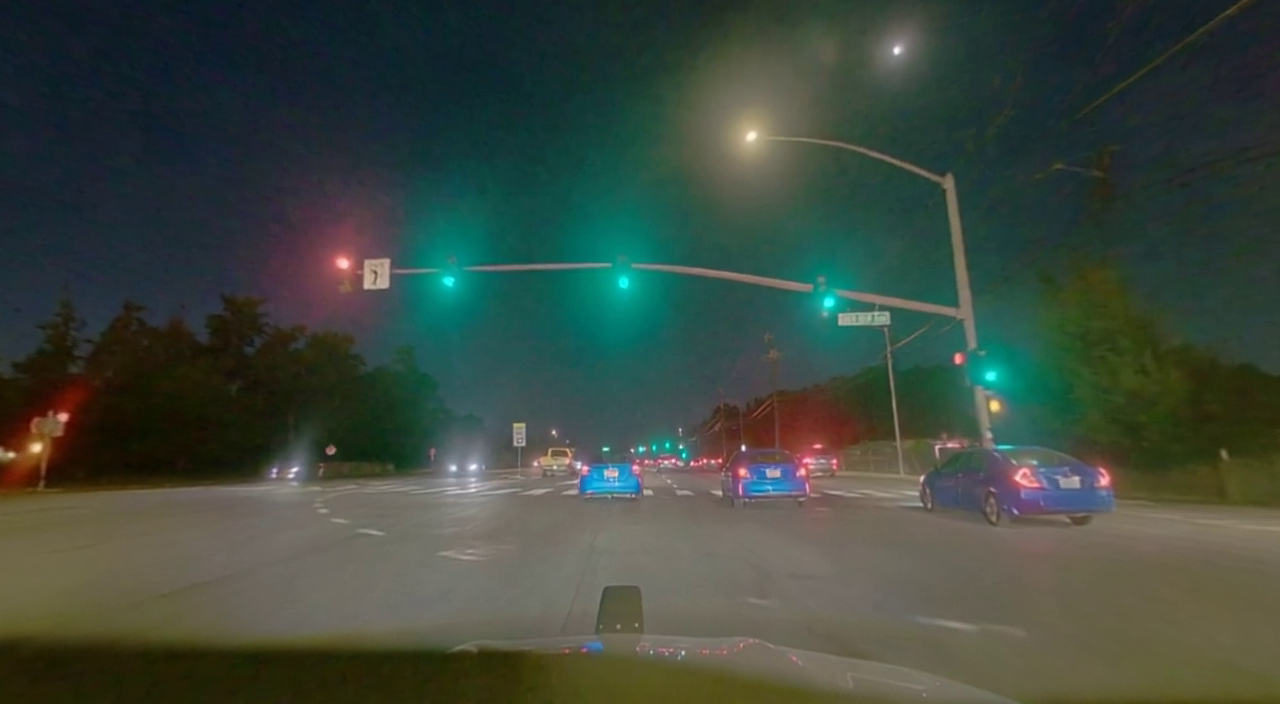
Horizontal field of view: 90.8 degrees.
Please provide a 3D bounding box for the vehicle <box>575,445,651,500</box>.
[{"bbox_3d":[-0.754,3.584,19.267,2.065,1.464,4.216,0,-9,-1],"label":"vehicle"}]

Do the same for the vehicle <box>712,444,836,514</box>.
[{"bbox_3d":[3.164,3.080,15.940,2.053,1.490,4.464,0,-9,-1],"label":"vehicle"}]

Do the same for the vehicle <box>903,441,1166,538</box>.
[{"bbox_3d":[6.921,2.424,11.848,2.004,1.455,4.417,0,-9,-1],"label":"vehicle"}]

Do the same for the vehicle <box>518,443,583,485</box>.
[{"bbox_3d":[-3.683,4.707,26.808,2.073,1.606,4.364,0,-9,0],"label":"vehicle"}]

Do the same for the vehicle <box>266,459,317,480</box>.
[{"bbox_3d":[-27.303,9.210,49.620,1.859,1.482,3.717,0,-9,1],"label":"vehicle"}]
